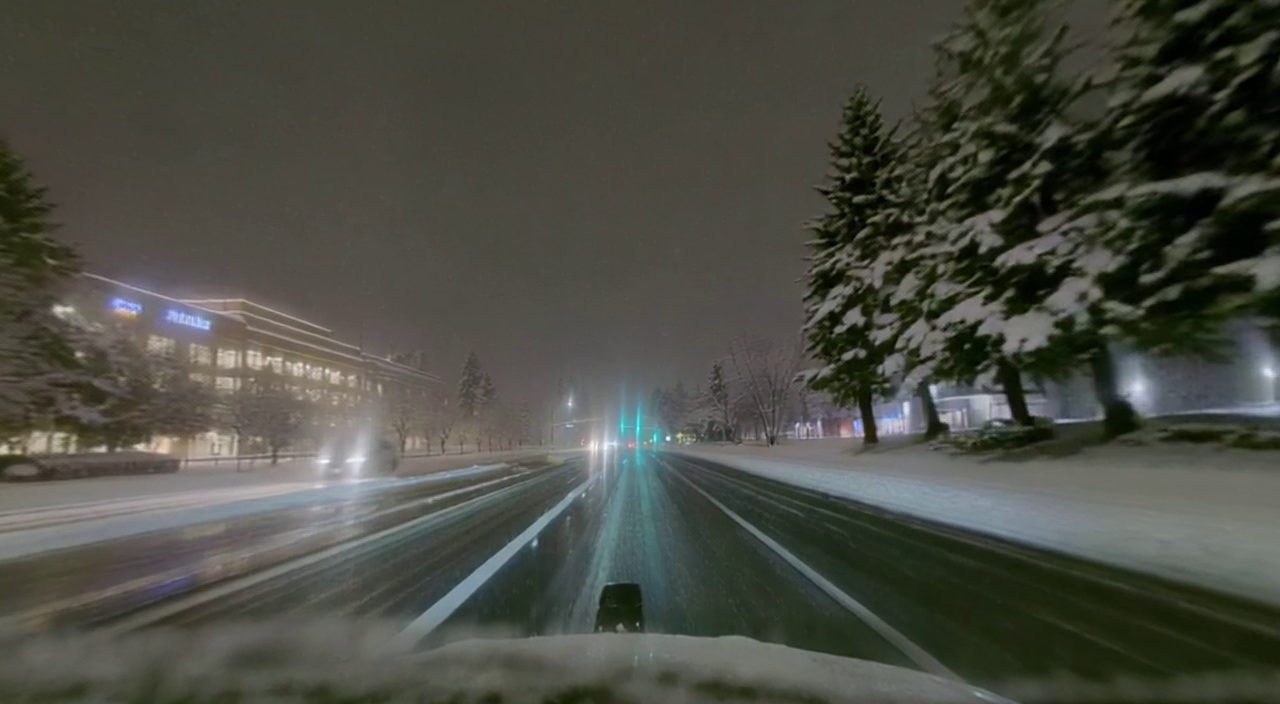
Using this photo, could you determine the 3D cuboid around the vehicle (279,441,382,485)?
[{"bbox_3d":[-13.779,4.926,28.548,2.133,1.770,5.049,0,-8,0],"label":"vehicle"}]
